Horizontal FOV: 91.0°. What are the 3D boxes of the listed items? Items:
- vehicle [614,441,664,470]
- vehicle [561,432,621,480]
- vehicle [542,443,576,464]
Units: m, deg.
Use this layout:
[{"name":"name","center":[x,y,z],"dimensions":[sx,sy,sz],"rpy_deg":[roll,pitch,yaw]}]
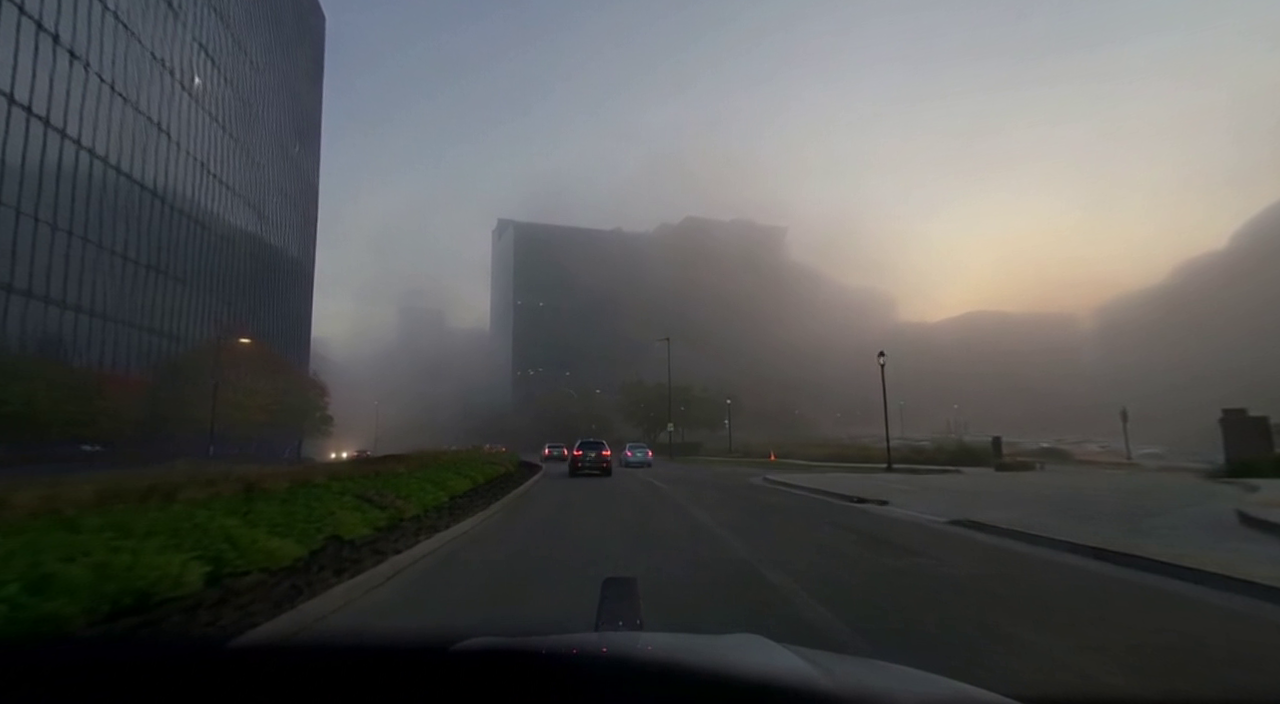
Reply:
[{"name":"vehicle","center":[-0.105,5.938,36.293],"dimensions":[2.116,1.506,4.355],"rpy_deg":[2,-9,-10]},{"name":"vehicle","center":[-2.064,4.166,25.469],"dimensions":[2.173,1.761,4.374],"rpy_deg":[1,-9,-7]},{"name":"vehicle","center":[-6.142,7.584,47.129],"dimensions":[2.029,1.515,4.494],"rpy_deg":[2,-9,-13]}]
